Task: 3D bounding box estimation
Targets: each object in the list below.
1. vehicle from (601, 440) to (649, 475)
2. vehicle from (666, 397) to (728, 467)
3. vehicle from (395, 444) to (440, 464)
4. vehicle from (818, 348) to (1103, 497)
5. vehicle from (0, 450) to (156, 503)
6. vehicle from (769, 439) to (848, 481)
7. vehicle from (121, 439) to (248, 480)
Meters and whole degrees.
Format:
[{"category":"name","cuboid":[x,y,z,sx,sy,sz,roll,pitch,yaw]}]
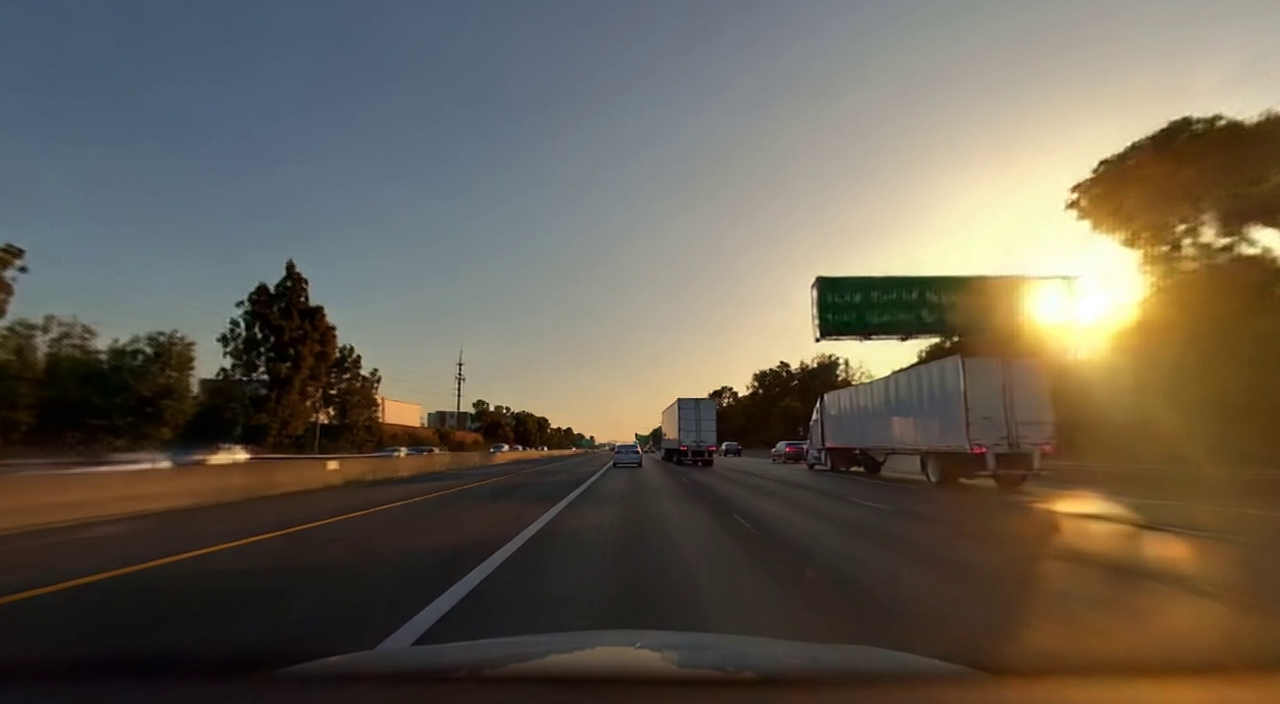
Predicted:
[{"category":"vehicle","cuboid":[-0.667,5.072,30.583,2.163,1.551,4.180,0,-9,0]},{"category":"vehicle","cuboid":[3.590,5.542,42.718,2.999,4.127,10.526,0,-9,-1]},{"category":"vehicle","cuboid":[-16.830,7.755,48.057,1.781,1.477,4.274,0,-9,1]},{"category":"vehicle","cuboid":[11.348,3.252,26.298,2.898,4.171,17.188,0,-9,0]},{"category":"vehicle","cuboid":[-16.615,3.519,18.379,1.429,1.331,4.546,0,-9,0]},{"category":"vehicle","cuboid":[7.169,4.620,27.348,2.154,1.658,4.347,0,-9,-1]},{"category":"vehicle","cuboid":[-20.327,4.821,28.562,1.991,1.643,5.048,0,-9,0]}]
